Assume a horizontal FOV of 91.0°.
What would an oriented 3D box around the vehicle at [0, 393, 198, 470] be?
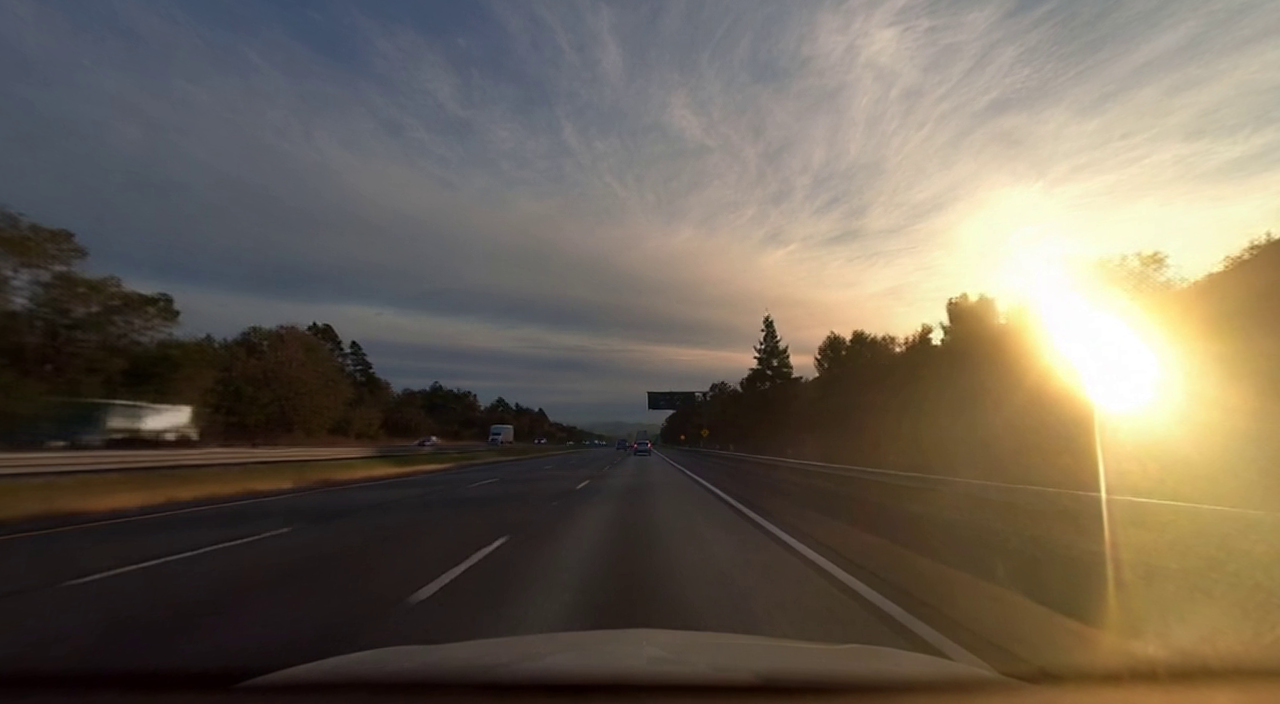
[{"bbox_3d":[-20.040,3.008,23.384,2.335,2.464,6.588,0,-8,0],"label":"vehicle"}]
